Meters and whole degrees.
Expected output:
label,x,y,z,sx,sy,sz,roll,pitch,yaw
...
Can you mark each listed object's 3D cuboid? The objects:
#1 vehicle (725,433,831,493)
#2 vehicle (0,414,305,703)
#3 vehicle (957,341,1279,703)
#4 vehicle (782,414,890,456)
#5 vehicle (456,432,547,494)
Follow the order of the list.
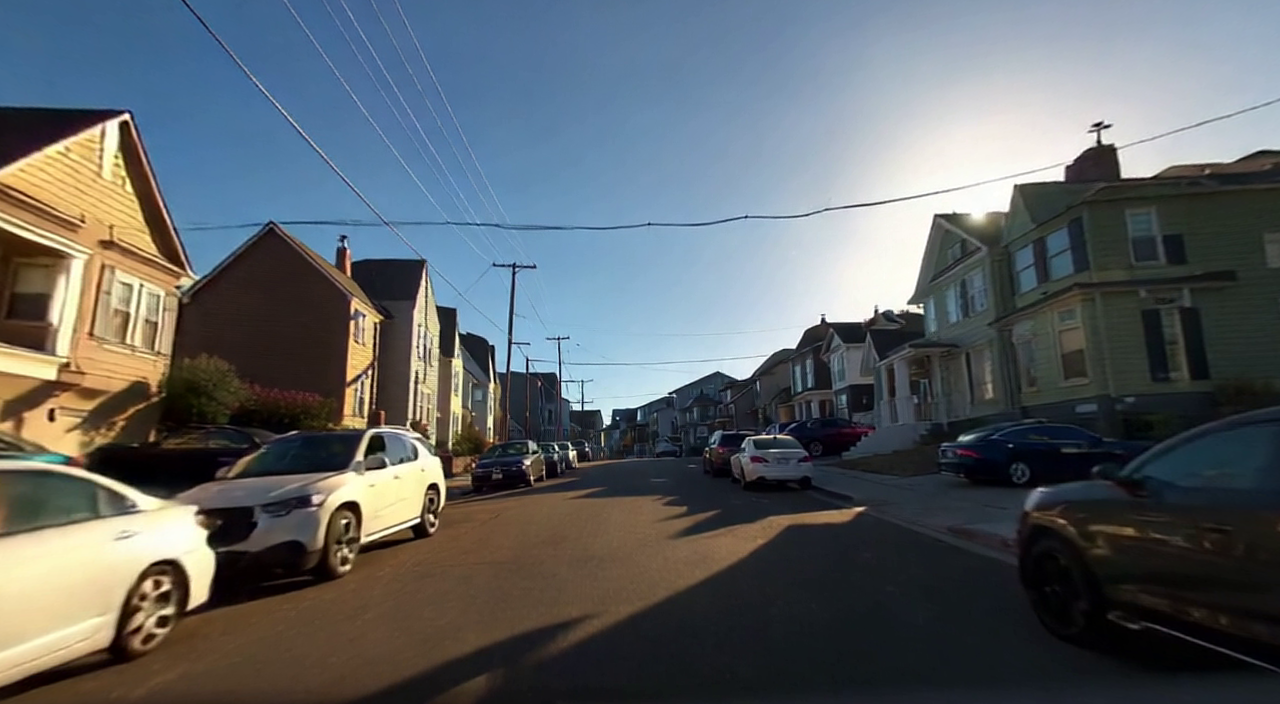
label,x,y,z,sx,sy,sz,roll,pitch,yaw
vehicle,3.600,2.995,17.355,2.083,1.407,4.506,-1,-9,3
vehicle,-3.823,1.088,3.182,2.024,1.460,4.600,0,-9,-4
vehicle,3.696,0.838,2.719,2.025,1.741,4.748,0,-9,-2
vehicle,8.741,3.765,28.488,4.170,1.811,1.978,0,-9,-1
vehicle,-4.386,3.663,20.793,2.031,1.708,4.746,-2,-10,-1
